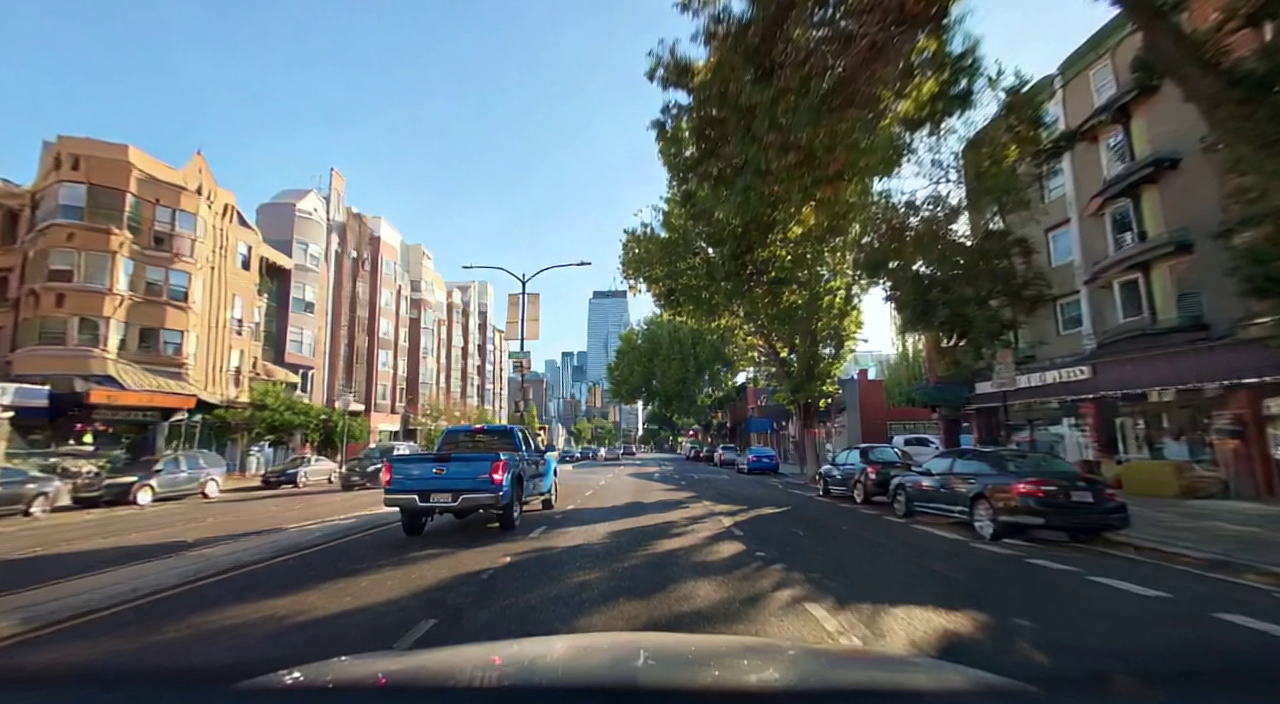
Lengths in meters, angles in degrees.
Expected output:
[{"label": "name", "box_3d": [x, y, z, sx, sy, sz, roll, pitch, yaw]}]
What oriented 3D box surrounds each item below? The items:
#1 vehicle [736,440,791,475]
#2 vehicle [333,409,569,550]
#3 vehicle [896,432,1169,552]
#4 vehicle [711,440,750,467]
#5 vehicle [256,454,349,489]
[{"label": "vehicle", "box_3d": [6.287, 5.430, 32.686, 1.928, 1.679, 4.716, 0, -9, 1]}, {"label": "vehicle", "box_3d": [-2.729, 2.037, 10.800, 2.197, 1.786, 5.365, -1, -9, 2]}, {"label": "vehicle", "box_3d": [6.027, 2.160, 10.409, 1.871, 1.559, 4.015, 0, -9, -1]}, {"label": "vehicle", "box_3d": [6.265, 7.105, 44.187, 2.018, 1.743, 4.529, 0, -9, -1]}, {"label": "vehicle", "box_3d": [-16.022, 5.673, 30.267, 1.920, 1.467, 4.685, 0, -9, 0]}]
